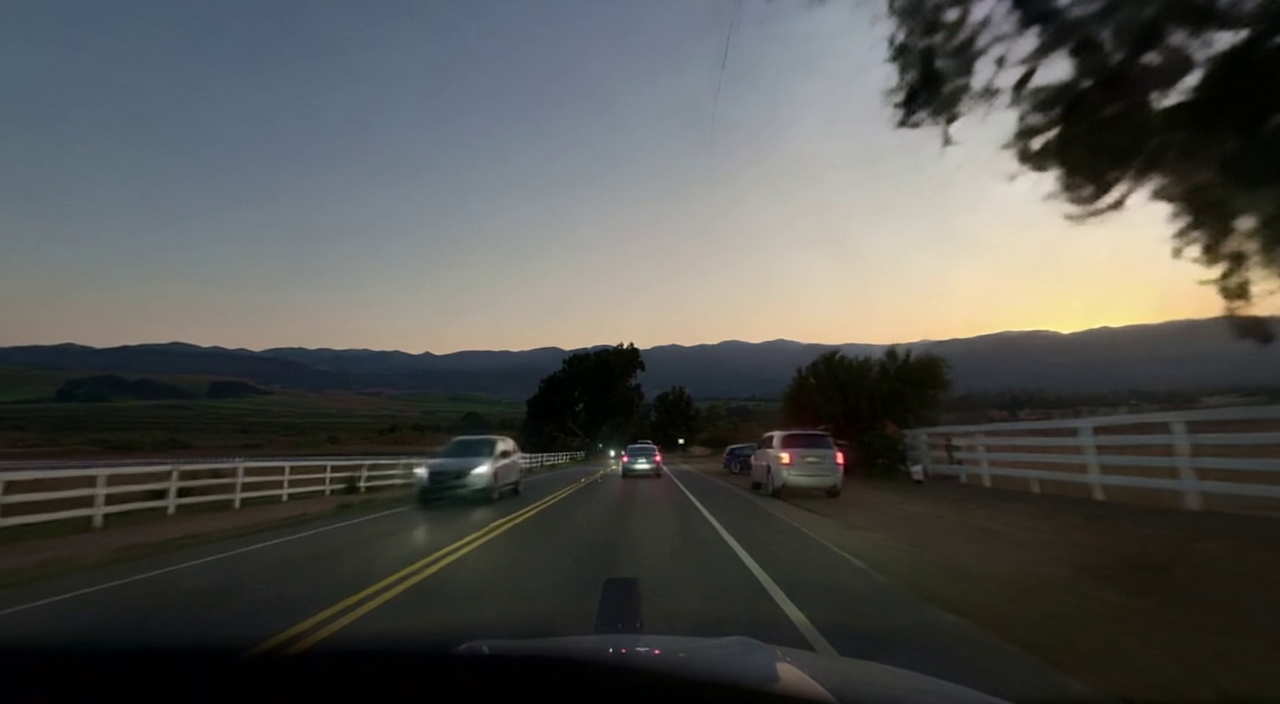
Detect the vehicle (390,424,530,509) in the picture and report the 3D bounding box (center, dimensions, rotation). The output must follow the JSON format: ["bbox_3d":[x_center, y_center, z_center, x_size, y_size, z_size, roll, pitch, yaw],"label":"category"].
[{"bbox_3d":[-4.652,3.056,17.372,2.221,1.965,5.135,0,-8,1],"label":"vehicle"}]

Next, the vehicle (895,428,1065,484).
[{"bbox_3d":[10.379,3.202,19.716,1.975,1.545,4.333,3,-9,-21],"label":"vehicle"}]

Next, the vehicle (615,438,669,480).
[{"bbox_3d":[0.098,4.641,27.576,2.158,1.669,4.006,0,-8,1],"label":"vehicle"}]

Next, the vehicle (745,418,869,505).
[{"bbox_3d":[4.265,2.905,17.156,2.348,1.969,5.269,-1,-8,5],"label":"vehicle"}]
